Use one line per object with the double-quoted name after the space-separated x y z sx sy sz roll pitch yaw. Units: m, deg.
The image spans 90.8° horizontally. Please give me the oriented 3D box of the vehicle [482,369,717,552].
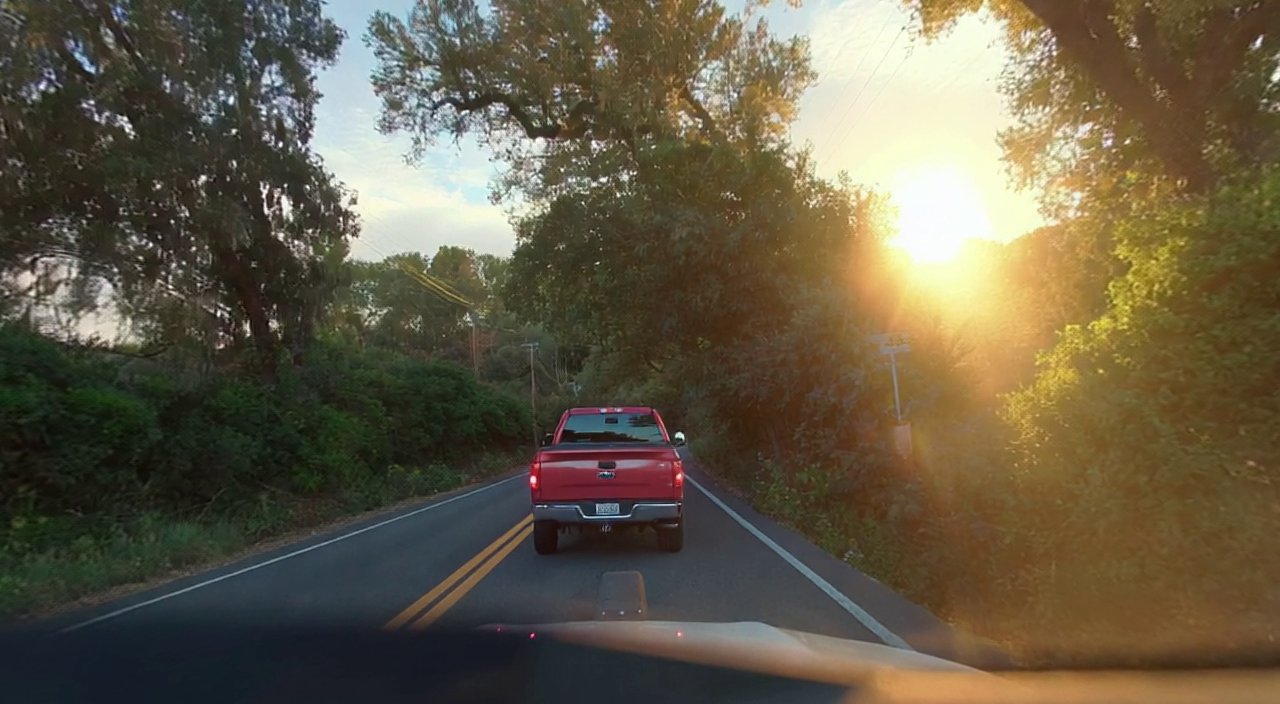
-0.529 1.748 10.715 2.837 2.223 5.885 0 -8 -1 "vehicle"
